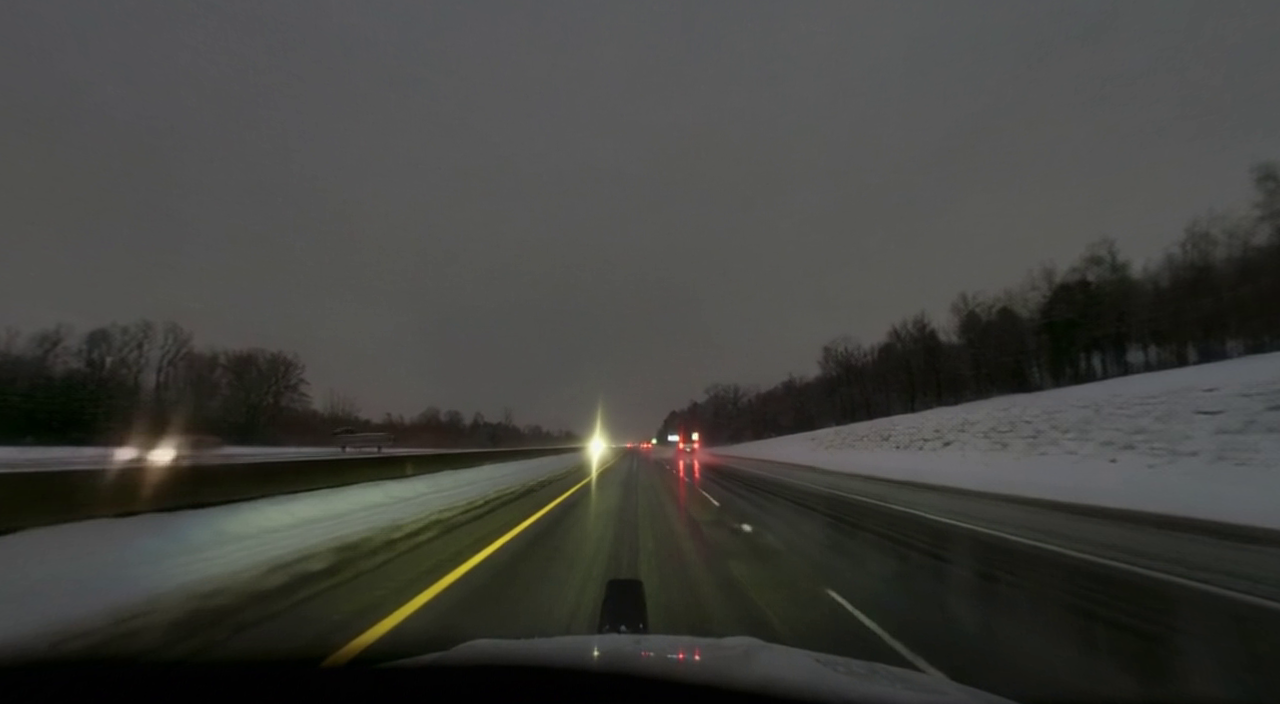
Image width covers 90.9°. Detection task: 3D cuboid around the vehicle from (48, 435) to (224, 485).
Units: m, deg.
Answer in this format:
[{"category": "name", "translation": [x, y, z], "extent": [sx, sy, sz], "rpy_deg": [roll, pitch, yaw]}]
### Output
[{"category": "vehicle", "translation": [-17.448, 3.754, 22.285], "extent": [2.123, 1.526, 4.995], "rpy_deg": [0, -8, 0]}]
